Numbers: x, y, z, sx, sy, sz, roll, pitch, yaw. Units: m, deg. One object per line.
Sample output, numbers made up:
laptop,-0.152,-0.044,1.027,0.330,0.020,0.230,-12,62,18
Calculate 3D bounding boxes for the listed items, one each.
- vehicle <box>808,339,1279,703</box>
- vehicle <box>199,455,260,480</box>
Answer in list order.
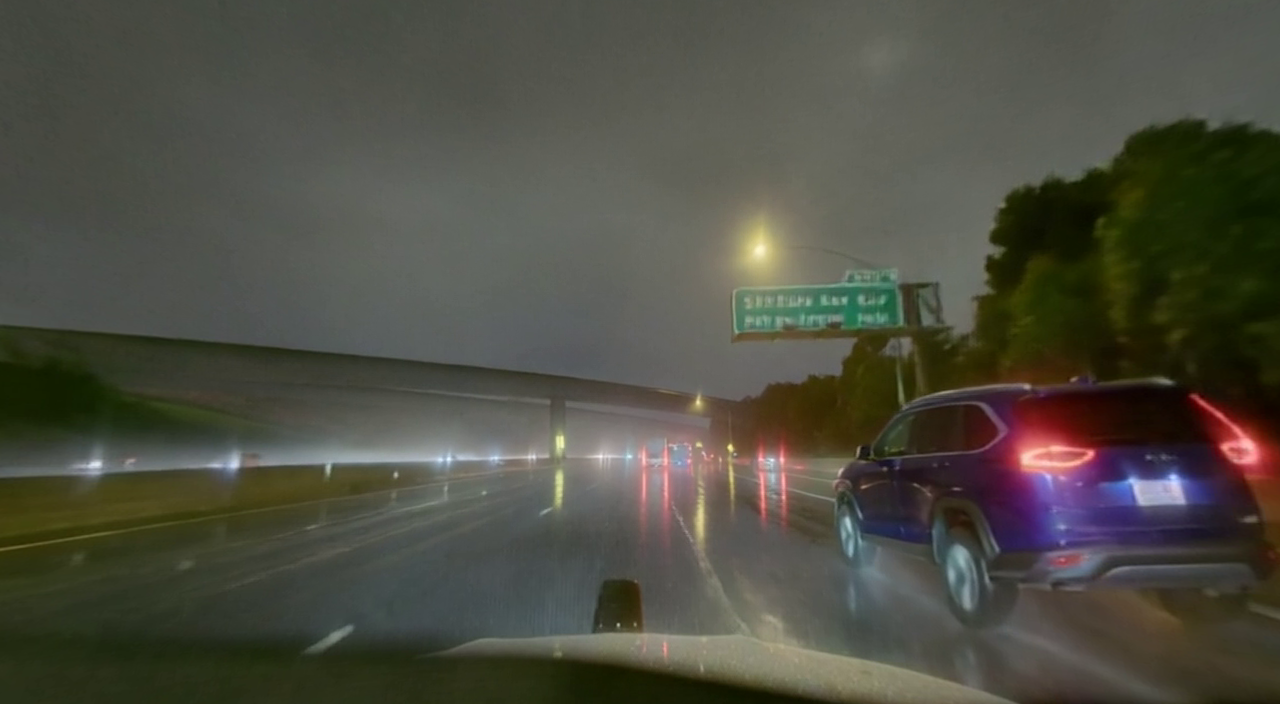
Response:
vehicle,3.302,1.249,5.589,2.155,1.918,4.945,0,-9,-1
vehicle,-29.867,8.405,46.138,1.866,1.478,4.213,-1,-7,-4
